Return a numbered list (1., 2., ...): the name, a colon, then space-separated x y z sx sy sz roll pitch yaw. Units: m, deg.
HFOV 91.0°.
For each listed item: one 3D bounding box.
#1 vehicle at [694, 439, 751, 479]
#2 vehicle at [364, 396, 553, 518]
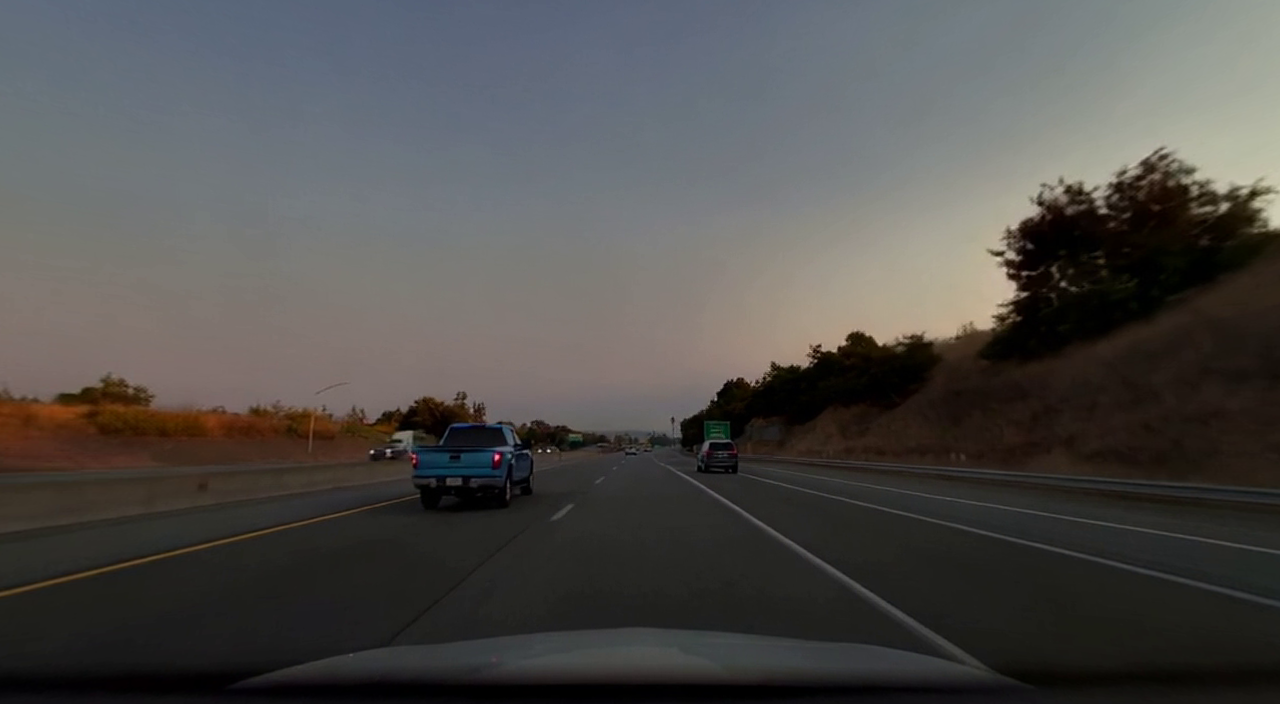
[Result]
1. vehicle: 3.687 4.877 29.005 2.095 1.668 4.135 0 -9 0
2. vehicle: -3.748 2.399 14.718 2.496 2.203 6.317 0 -9 0
